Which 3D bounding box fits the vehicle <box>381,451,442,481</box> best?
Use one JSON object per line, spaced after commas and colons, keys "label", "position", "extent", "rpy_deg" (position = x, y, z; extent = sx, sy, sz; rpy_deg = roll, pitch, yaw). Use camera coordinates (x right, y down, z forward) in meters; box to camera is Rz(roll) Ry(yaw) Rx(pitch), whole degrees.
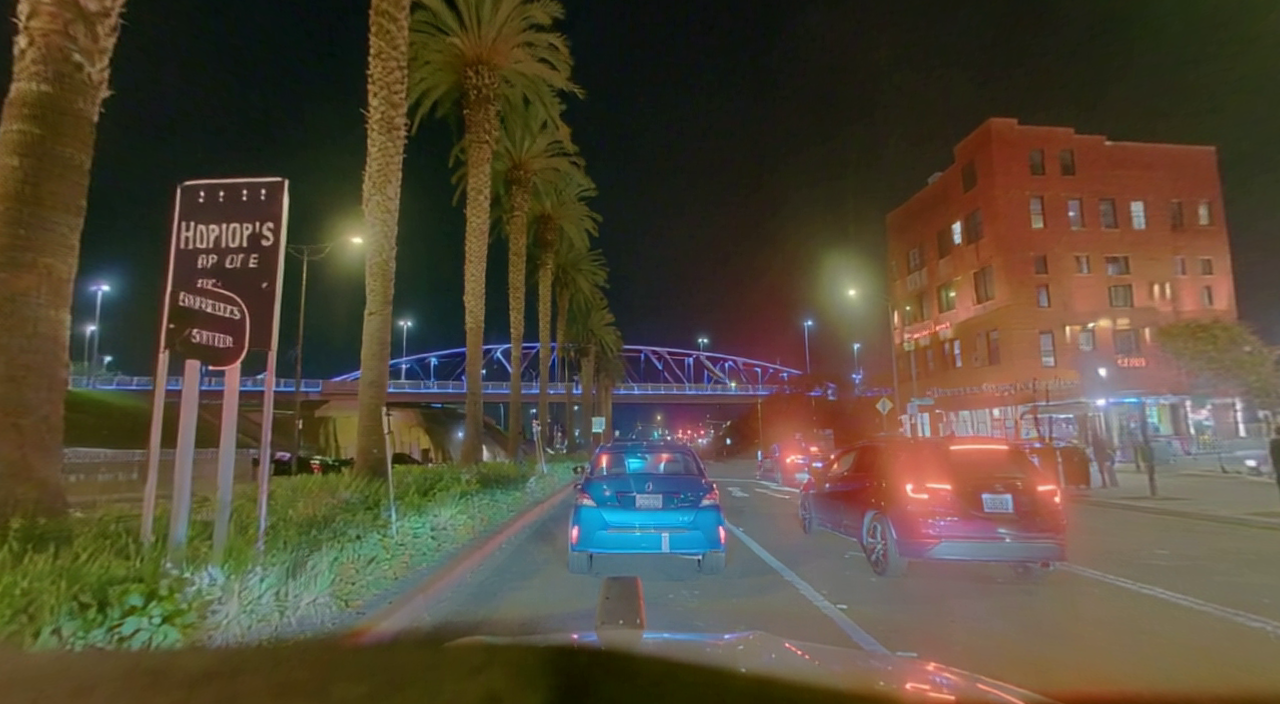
{"label": "vehicle", "position": [-14.952, 7.474, 41.705], "extent": [2.104, 1.802, 4.852], "rpy_deg": [0, -9, 1]}

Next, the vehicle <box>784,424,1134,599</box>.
{"label": "vehicle", "position": [3.273, 1.716, 7.727], "extent": [1.920, 1.490, 4.417], "rpy_deg": [0, -9, -1]}

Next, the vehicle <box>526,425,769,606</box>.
{"label": "vehicle", "position": [0.060, 1.667, 7.256], "extent": [2.048, 1.503, 3.681], "rpy_deg": [0, -9, 0]}
